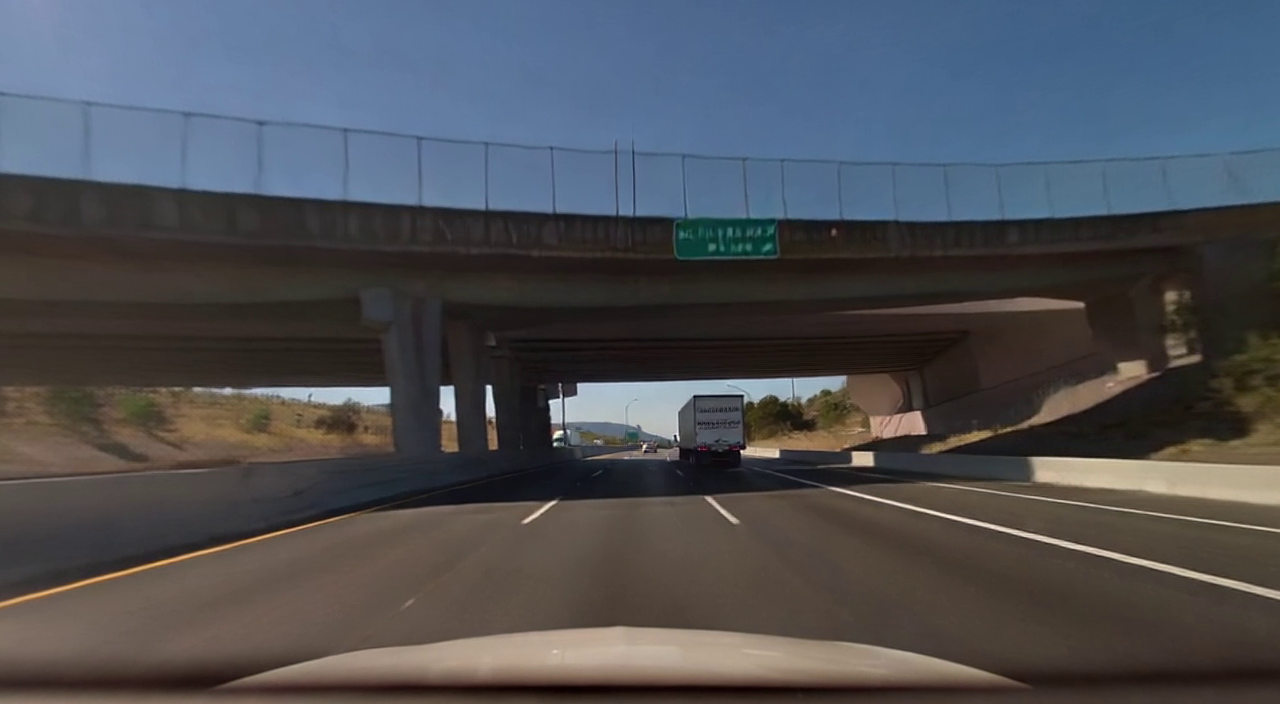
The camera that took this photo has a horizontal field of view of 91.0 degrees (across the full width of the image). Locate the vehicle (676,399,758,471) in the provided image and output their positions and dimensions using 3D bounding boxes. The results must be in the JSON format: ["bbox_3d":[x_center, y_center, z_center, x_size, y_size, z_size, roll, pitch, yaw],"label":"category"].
[{"bbox_3d":[4.121,4.911,37.042,3.306,3.531,11.717,0,-8,0],"label":"vehicle"}]
